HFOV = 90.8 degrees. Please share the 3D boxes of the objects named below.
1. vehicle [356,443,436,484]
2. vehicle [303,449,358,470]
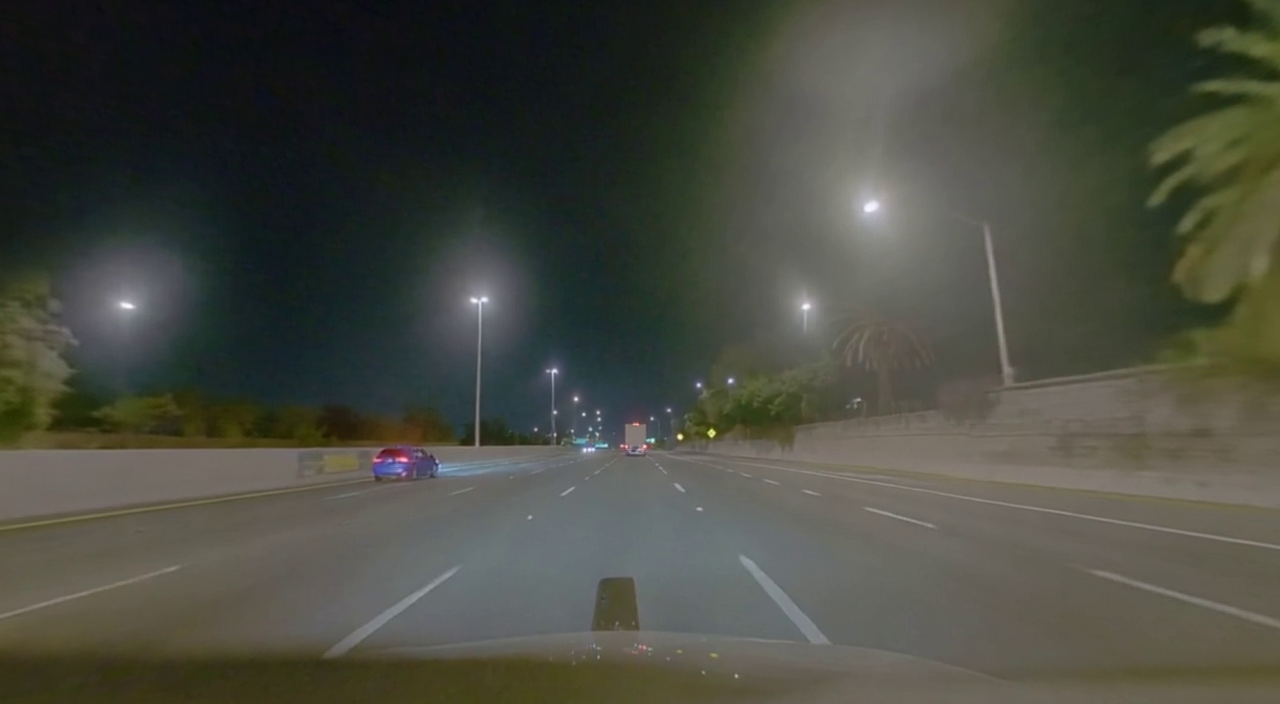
[{"bbox_3d":[-10.841,4.955,28.416,1.897,1.653,4.113,0,-9,0],"label":"vehicle"},{"bbox_3d":[-23.087,8.013,47.339,1.849,1.464,4.466,0,-9,0],"label":"vehicle"}]
